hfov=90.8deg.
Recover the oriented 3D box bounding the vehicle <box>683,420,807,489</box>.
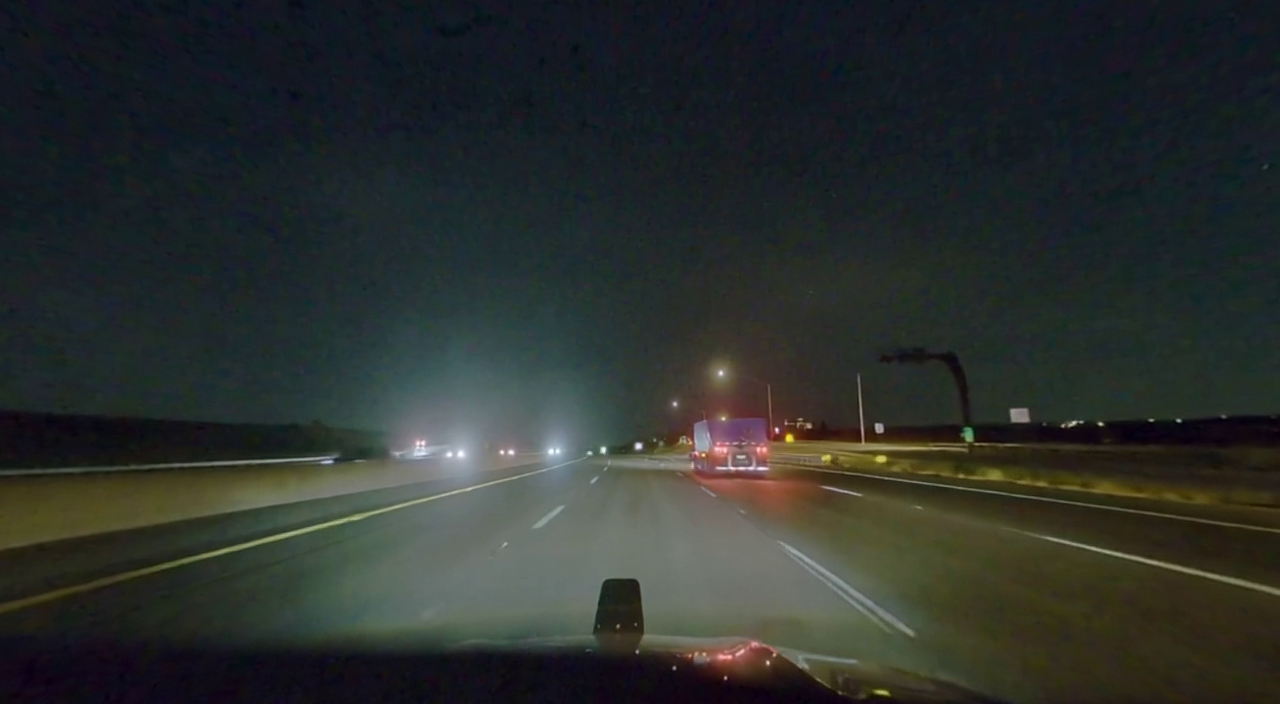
[{"bbox_3d":[3.438,3.686,23.073,2.981,2.053,7.897,0,-8,-2],"label":"vehicle"}]

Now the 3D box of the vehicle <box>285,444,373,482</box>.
[{"bbox_3d":[-14.282,5.089,29.296,1.916,1.576,4.344,0,-8,-1],"label":"vehicle"}]
